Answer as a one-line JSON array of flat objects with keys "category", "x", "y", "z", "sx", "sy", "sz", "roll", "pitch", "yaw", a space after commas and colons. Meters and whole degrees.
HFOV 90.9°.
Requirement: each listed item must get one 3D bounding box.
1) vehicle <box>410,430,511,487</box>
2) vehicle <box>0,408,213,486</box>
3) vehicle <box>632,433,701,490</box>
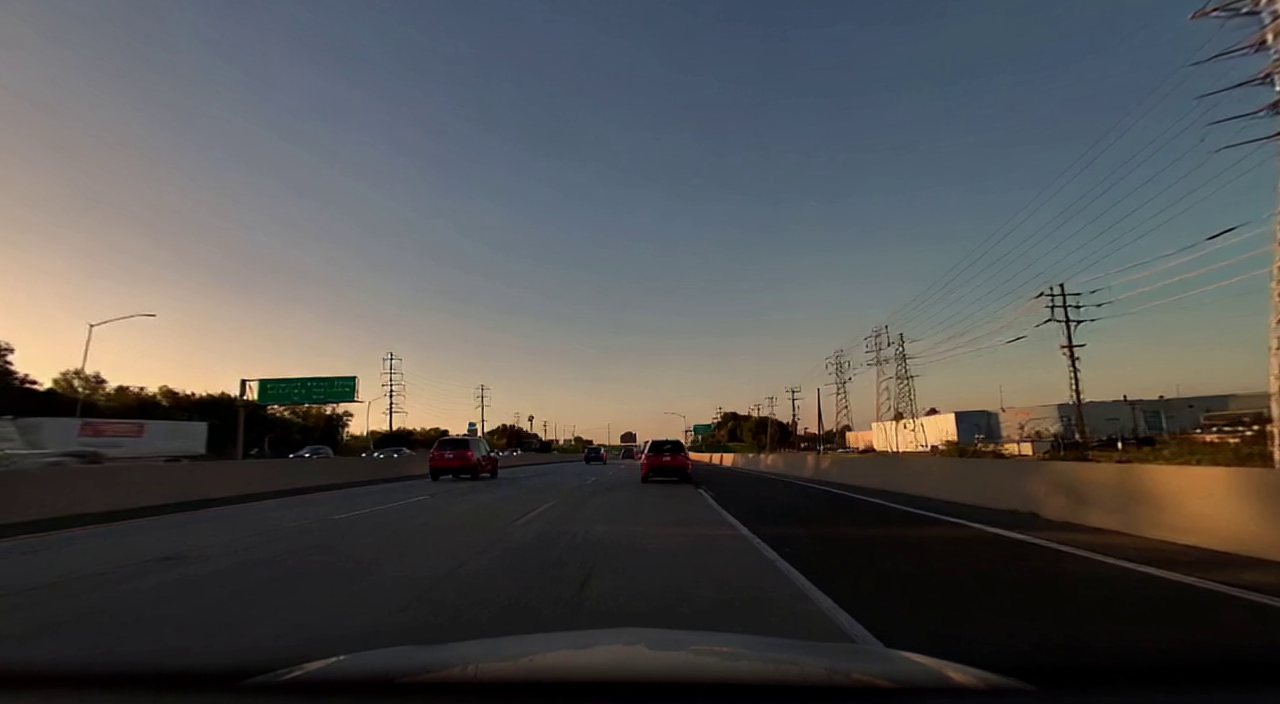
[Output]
[{"category": "vehicle", "x": -6.294, "y": 3.795, "z": 22.798, "sx": 2.220, "sy": 1.841, "sz": 4.516, "roll": 0, "pitch": -8, "yaw": 1}, {"category": "vehicle", "x": -27.376, "y": 4.744, "z": 31.576, "sx": 2.964, "sy": 3.111, "sz": 12.904, "roll": 0, "pitch": -8, "yaw": 0}, {"category": "vehicle", "x": 0.828, "y": 3.702, "z": 21.623, "sx": 2.134, "sy": 1.733, "sz": 4.049, "roll": 0, "pitch": -8, "yaw": 0}]
